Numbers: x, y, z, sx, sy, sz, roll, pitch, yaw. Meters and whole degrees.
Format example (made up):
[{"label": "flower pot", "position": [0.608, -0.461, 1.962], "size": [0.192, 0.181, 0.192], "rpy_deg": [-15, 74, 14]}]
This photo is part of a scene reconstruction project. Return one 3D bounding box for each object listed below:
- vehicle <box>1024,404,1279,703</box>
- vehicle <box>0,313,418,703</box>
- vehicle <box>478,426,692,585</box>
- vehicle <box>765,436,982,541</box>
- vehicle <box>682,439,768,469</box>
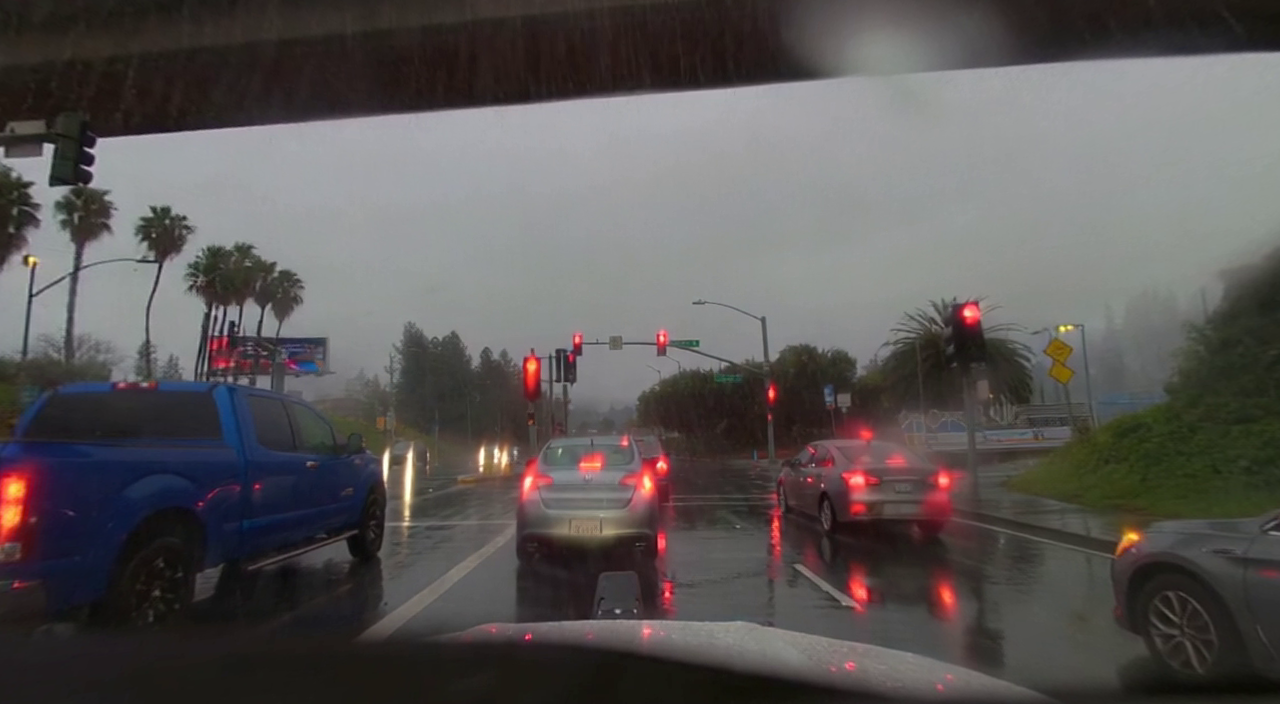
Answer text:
[{"label": "vehicle", "position": [3.874, 0.908, 2.299], "size": [2.052, 1.496, 4.541], "rpy_deg": [0, -9, -1]}, {"label": "vehicle", "position": [-3.787, 1.122, 5.057], "size": [2.078, 1.838, 5.448], "rpy_deg": [0, -9, -1]}, {"label": "vehicle", "position": [-0.613, 1.771, 8.143], "size": [2.035, 1.491, 4.090], "rpy_deg": [0, -9, -3]}, {"label": "vehicle", "position": [3.705, 2.239, 11.083], "size": [1.965, 1.448, 4.486], "rpy_deg": [0, -9, -2]}, {"label": "vehicle", "position": [4.213, 5.163, 32.090], "size": [1.878, 1.428, 4.416], "rpy_deg": [5, -10, -33]}]
